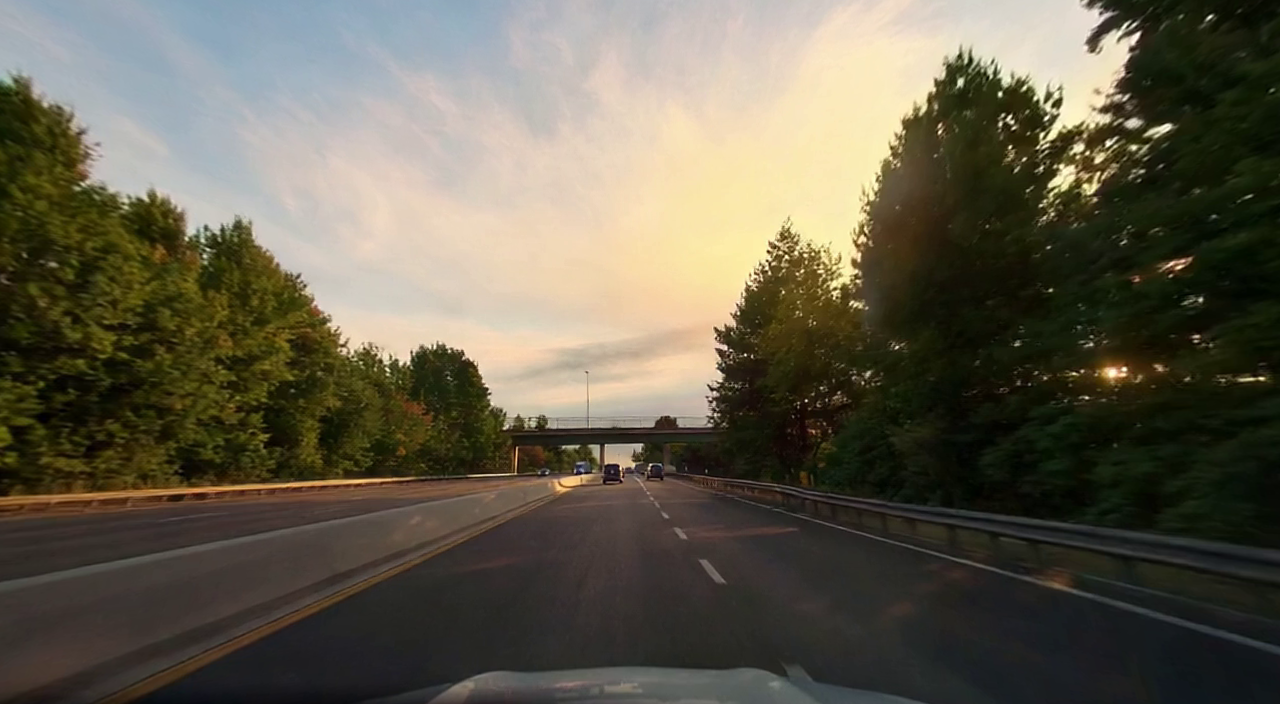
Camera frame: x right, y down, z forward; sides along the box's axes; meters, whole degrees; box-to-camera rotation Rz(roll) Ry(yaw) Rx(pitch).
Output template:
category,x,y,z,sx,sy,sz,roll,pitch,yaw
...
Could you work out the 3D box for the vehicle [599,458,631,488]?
category,x,y,z,sx,sy,sz,roll,pitch,yaw
vehicle,-1.753,8.676,45.333,2.162,1.973,4.341,1,-11,-2
